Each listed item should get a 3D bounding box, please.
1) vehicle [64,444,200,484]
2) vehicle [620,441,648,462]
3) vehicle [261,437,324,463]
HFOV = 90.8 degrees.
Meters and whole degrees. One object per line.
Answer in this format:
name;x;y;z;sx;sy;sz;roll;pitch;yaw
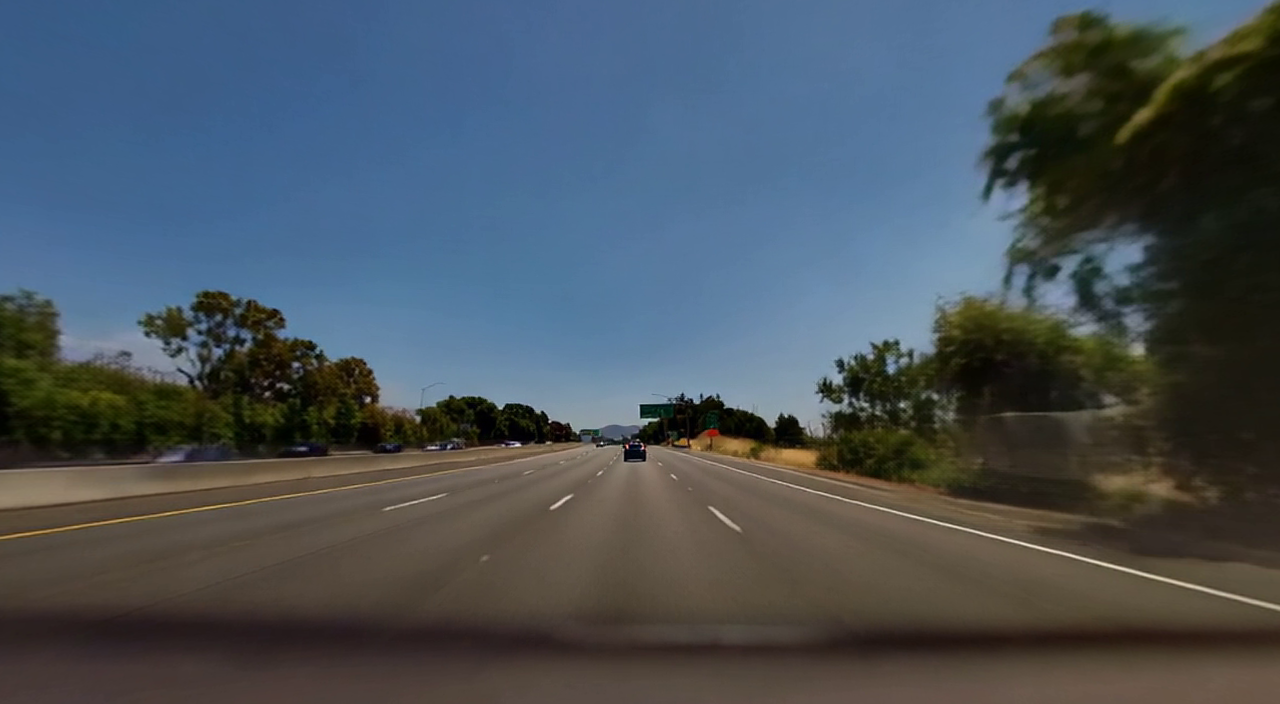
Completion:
vehicle;-21.354;4.717;26.869;1.955;1.518;4.625;0;-9;-1
vehicle;-0.465;7.517;47.759;2.025;1.460;4.189;0;-9;-1
vehicle;-25.534;7.216;46.584;2.017;1.804;4.556;0;-9;0
